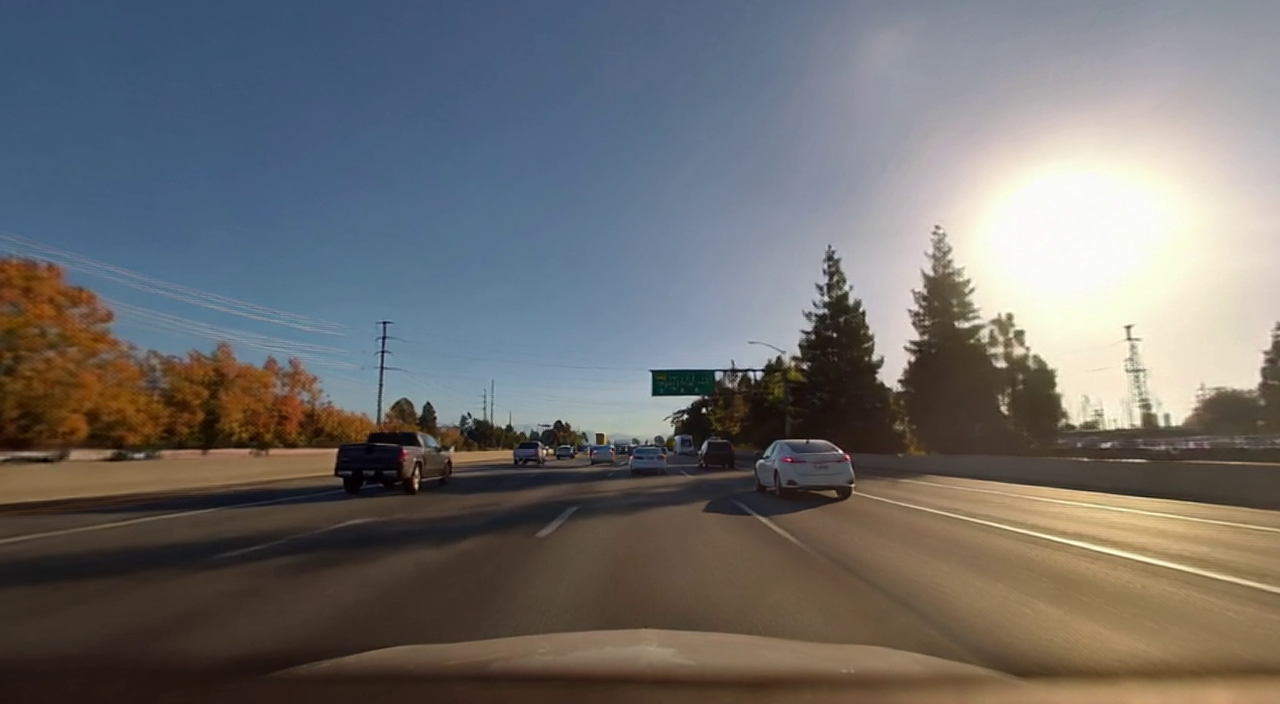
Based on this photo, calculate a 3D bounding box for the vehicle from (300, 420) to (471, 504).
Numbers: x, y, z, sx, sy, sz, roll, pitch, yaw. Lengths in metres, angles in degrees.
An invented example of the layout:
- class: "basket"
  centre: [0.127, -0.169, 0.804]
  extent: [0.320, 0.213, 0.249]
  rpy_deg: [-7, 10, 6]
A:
- class: "vehicle"
  centre: [-6.758, 3.010, 17.732]
  extent: [2.269, 1.936, 5.777]
  rpy_deg: [0, -9, 1]

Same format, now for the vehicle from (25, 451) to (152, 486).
- class: "vehicle"
  centre: [-34.541, 7.285, 39.807]
  extent: [2.660, 1.965, 5.799]
  rpy_deg: [0, -9, 1]

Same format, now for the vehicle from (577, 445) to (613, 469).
- class: "vehicle"
  centre: [-2.835, 6.729, 40.664]
  extent: [1.904, 1.479, 4.274]
  rpy_deg: [0, -9, 1]

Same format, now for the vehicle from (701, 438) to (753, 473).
- class: "vehicle"
  centre: [4.621, 5.565, 34.116]
  extent: [2.195, 1.778, 4.455]
  rpy_deg: [0, -9, 1]

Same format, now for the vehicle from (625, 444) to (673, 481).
- class: "vehicle"
  centre: [0.380, 4.752, 27.442]
  extent: [1.966, 1.444, 3.986]
  rpy_deg: [0, -9, 1]

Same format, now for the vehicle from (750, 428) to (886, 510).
- class: "vehicle"
  centre: [4.099, 2.773, 15.372]
  extent: [2.002, 1.691, 4.290]
  rpy_deg: [0, -9, 0]

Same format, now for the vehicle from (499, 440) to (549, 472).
- class: "vehicle"
  centre: [-6.609, 5.967, 36.313]
  extent: [1.978, 1.680, 4.263]
  rpy_deg: [0, -9, 1]
